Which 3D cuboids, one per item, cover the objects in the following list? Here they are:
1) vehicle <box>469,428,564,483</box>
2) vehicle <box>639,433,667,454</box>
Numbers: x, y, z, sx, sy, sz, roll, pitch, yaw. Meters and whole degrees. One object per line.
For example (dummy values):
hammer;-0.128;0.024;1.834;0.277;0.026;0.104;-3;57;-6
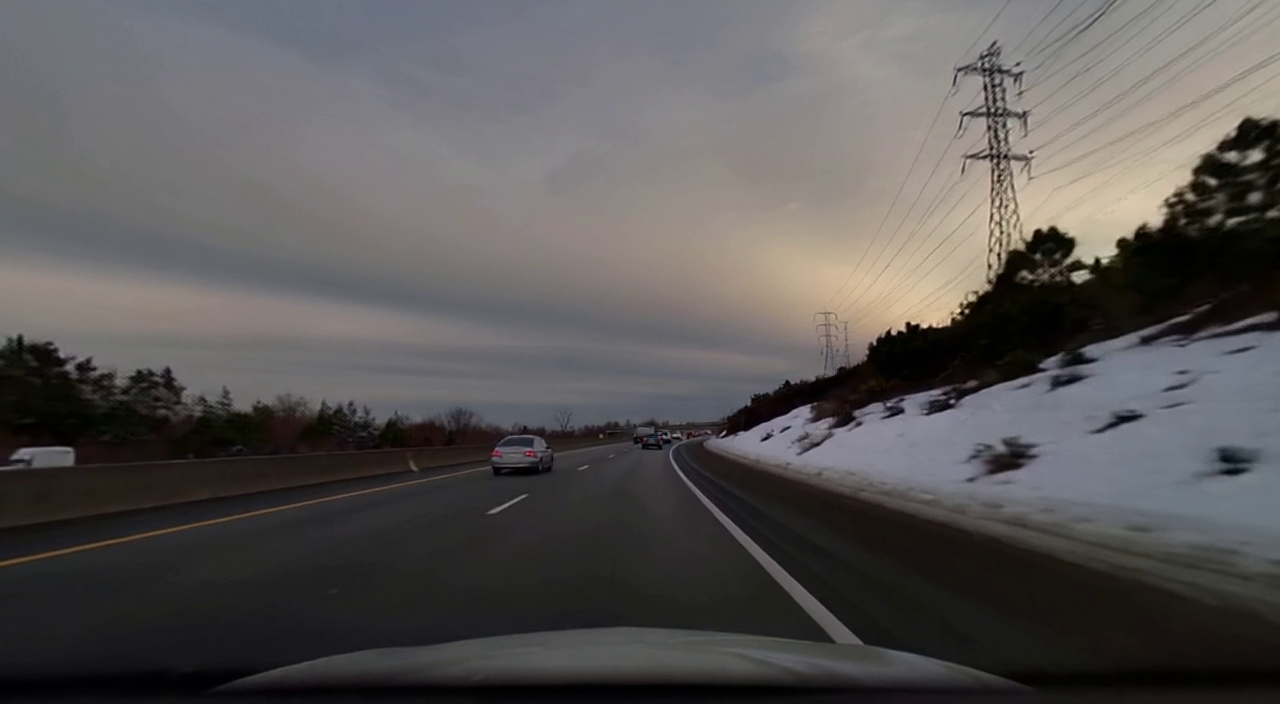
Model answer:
vehicle;-3.750;3.212;19.891;2.030;1.522;4.250;0;-8;1
vehicle;1.031;6.910;47.480;2.077;1.523;4.206;0;-8;3
